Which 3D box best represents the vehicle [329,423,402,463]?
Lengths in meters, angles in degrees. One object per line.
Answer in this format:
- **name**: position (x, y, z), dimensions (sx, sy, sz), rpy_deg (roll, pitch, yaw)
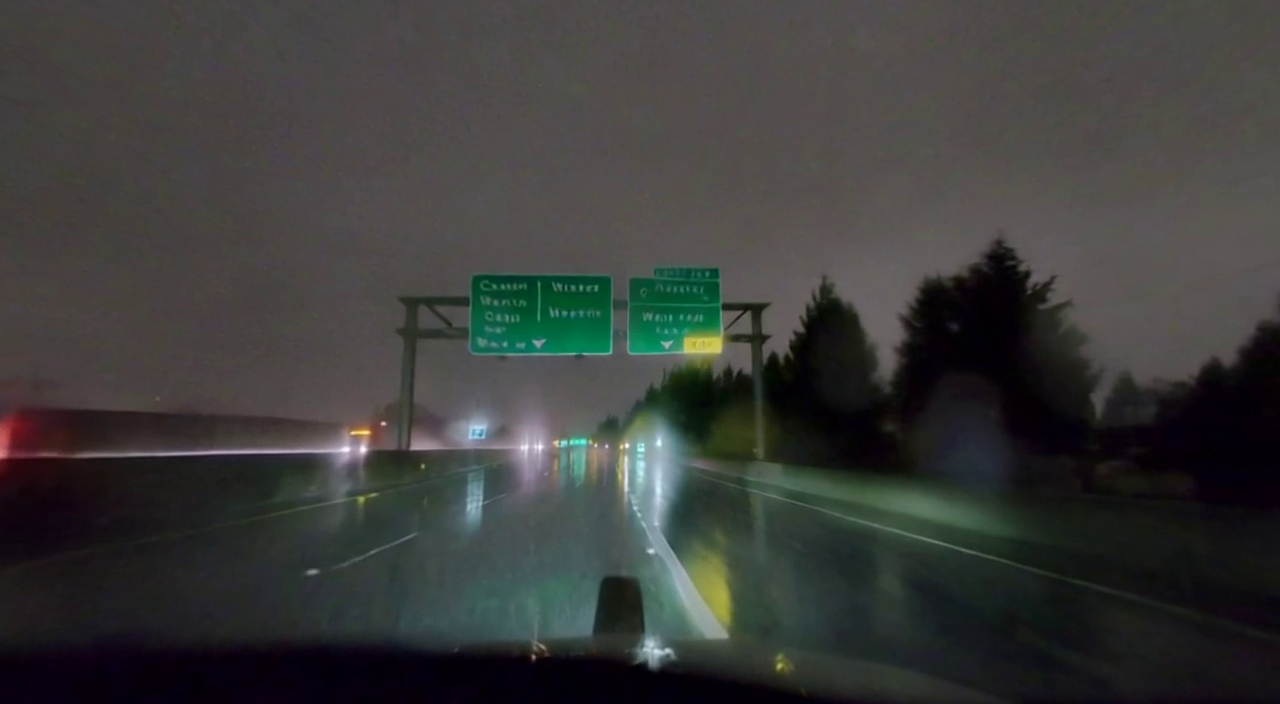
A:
- **vehicle**: position (-20.556, 6.947, 47.438), dimensions (2.621, 2.778, 7.284), rpy_deg (0, -9, -3)
